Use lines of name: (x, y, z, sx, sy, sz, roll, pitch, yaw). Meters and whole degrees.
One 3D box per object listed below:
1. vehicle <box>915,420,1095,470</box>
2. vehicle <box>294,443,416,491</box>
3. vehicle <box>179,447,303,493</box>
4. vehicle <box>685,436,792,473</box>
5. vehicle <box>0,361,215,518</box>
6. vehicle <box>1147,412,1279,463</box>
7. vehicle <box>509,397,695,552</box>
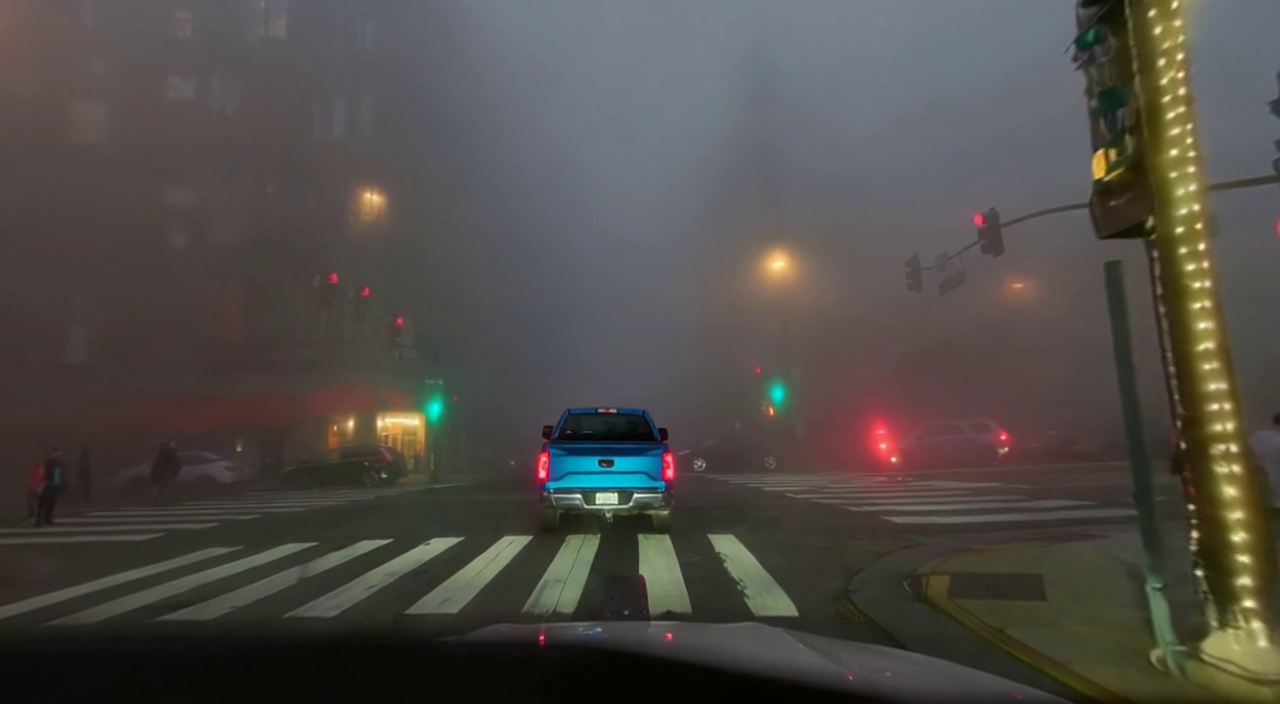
vehicle: (11.592, 2.991, 20.241, 4.600, 1.506, 1.878, 0, -8, -2)
vehicle: (-13.248, 5.342, 29.498, 4.799, 1.909, 2.011, -3, -7, 2)
vehicle: (-18.633, 5.493, 29.614, 4.398, 2.057, 1.959, 0, -8, -1)
vehicle: (4.286, 4.554, 28.033, 4.515, 1.583, 1.920, -1, -8, 3)
vehicle: (-22.088, 2.845, 20.618, 13.729, 4.662, 3.300, 0, -8, 0)
vehicle: (19.292, 2.753, 20.266, 4.390, 1.552, 1.925, 0, -8, -4)
vehicle: (-0.801, 2.032, 11.243, 2.477, 2.020, 5.534, 1, -8, -7)
